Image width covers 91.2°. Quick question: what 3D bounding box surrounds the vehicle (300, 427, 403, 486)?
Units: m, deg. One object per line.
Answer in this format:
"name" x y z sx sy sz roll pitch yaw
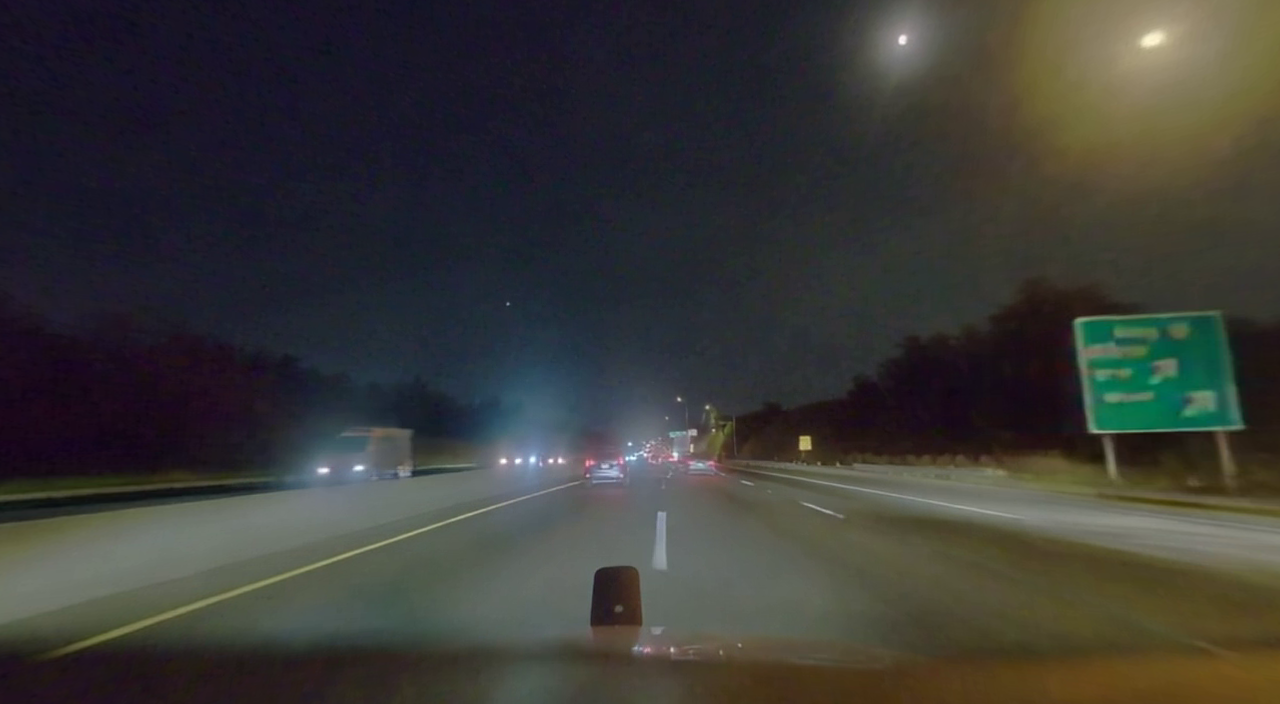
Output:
"vehicle" -14.442 5.275 31.938 2.421 2.691 6.009 0 -9 -1

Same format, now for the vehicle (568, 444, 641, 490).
"vehicle" -1.252 4.362 24.148 2.084 1.594 4.219 -1 -9 7

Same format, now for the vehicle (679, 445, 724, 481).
"vehicle" 2.920 5.216 29.742 1.969 1.595 3.964 -1 -9 5
